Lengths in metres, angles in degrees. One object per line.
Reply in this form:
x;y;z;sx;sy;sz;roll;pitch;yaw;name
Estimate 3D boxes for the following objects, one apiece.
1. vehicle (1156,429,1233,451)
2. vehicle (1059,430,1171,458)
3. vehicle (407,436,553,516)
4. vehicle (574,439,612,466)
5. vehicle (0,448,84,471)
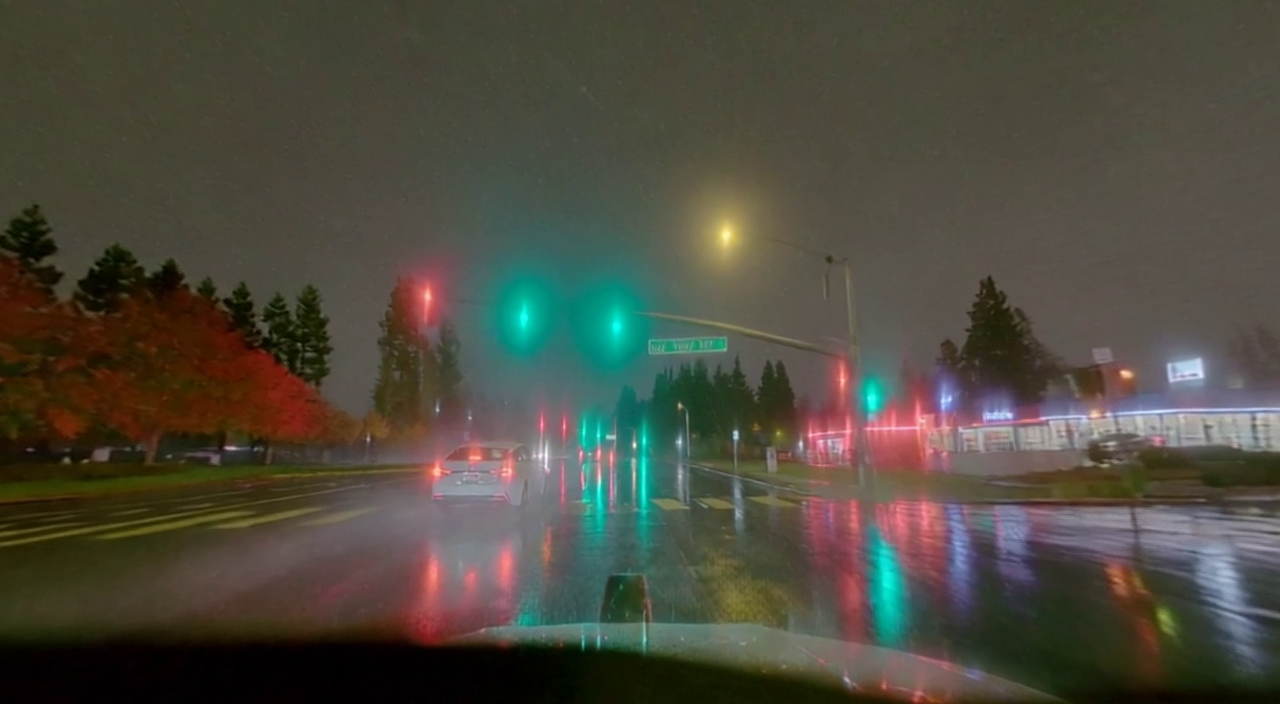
39.013;6.212;44.398;1.627;1.455;3.562;2;-8;-24;vehicle
33.261;6.468;44.363;2.079;1.837;5.802;5;-10;-30;vehicle
-3.309;2.649;14.099;2.018;1.477;4.401;0;-8;1;vehicle
-3.053;6.610;41.637;2.109;1.692;4.220;0;-8;1;vehicle
-40.551;7.244;42.663;1.716;1.438;4.412;0;-9;0;vehicle
